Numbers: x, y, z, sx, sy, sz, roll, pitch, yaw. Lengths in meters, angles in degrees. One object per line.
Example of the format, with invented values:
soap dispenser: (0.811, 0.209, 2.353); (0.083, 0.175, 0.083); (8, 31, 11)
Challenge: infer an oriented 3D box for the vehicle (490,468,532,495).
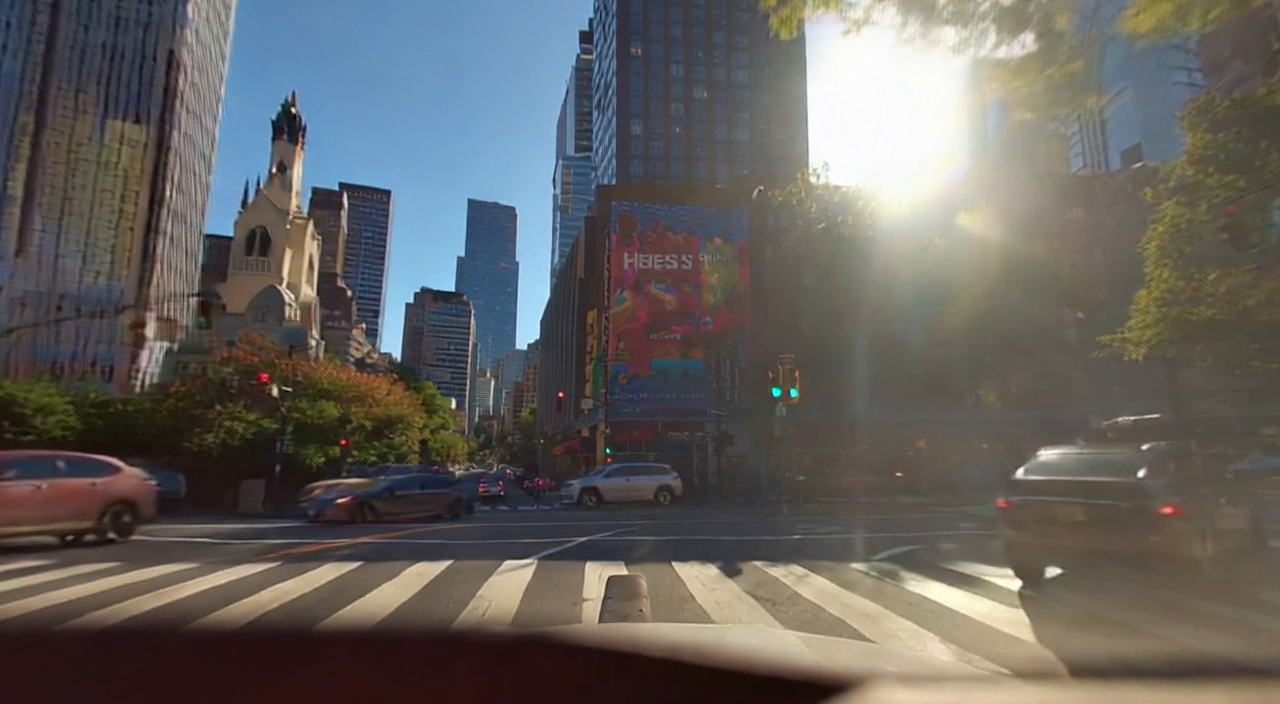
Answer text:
vehicle: (-9.463, 9.498, 46.599); (1.950, 1.768, 4.396); (-1, -9, 2)

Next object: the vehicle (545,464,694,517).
vehicle: (-0.613, 4.323, 20.107); (4.371, 1.439, 1.818); (5, -11, -31)

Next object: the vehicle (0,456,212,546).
vehicle: (-12.715, 3.215, 14.264); (1.969, 1.674, 4.748); (-3, -9, 15)

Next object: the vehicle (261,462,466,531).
vehicle: (-7.247, 3.776, 17.130); (1.891, 1.502, 4.766); (-6, -11, 32)

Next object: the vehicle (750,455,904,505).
vehicle: (6.448, 4.437, 22.115); (4.749, 1.624, 1.926); (0, -9, -3)

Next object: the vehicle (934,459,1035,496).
vehicle: (18.668, 6.795, 34.292); (4.289, 1.875, 1.963); (0, -9, -2)

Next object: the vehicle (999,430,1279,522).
vehicle: (11.036, 2.641, 13.922); (5.072, 1.746, 2.328); (2, -9, -14)
